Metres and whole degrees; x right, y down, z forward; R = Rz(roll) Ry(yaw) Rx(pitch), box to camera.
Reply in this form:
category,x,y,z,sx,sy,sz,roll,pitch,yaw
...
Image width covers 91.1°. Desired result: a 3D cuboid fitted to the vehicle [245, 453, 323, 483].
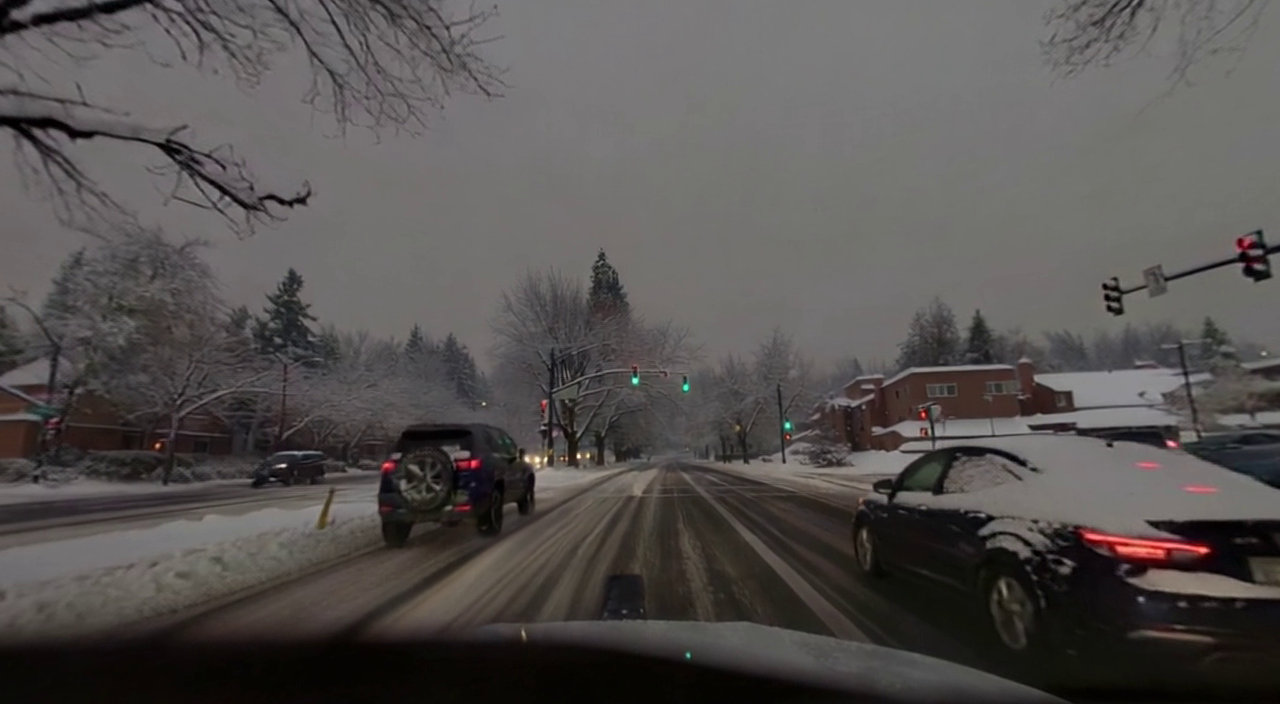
category,x,y,z,sx,sy,sz,roll,pitch,yaw
vehicle,-22.082,7.197,39.206,1.908,1.642,4.910,0,-8,1

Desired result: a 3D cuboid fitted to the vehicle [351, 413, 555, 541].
category,x,y,z,sx,sy,sz,roll,pitch,yaw
vehicle,-3.147,2.247,11.972,2.231,1.898,4.985,0,-8,1

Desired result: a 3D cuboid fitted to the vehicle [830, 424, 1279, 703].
category,x,y,z,sx,sy,sz,roll,pitch,yaw
vehicle,3.211,1.383,5.017,1.990,1.454,4.490,0,-8,0
